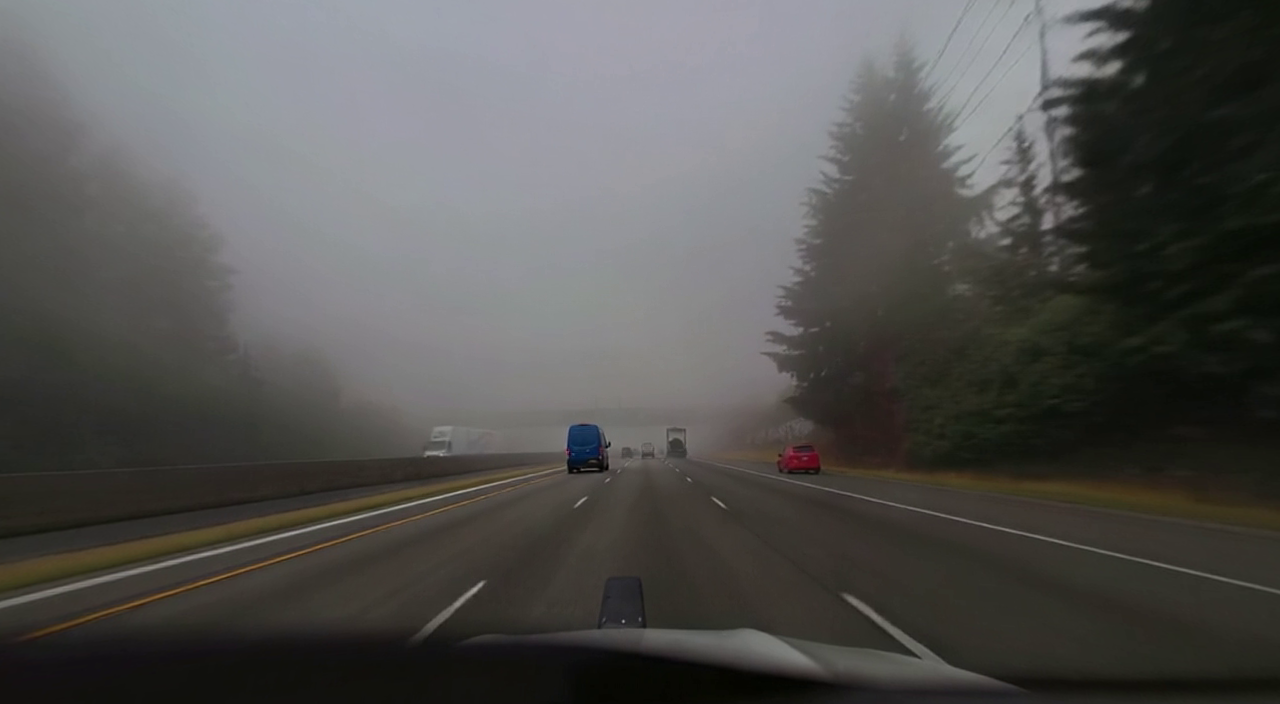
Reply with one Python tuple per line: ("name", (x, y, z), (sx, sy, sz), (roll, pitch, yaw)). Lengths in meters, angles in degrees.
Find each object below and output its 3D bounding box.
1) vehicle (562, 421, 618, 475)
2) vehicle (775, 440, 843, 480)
("vehicle", (-2.566, 5.219, 34.094), (2.451, 2.627, 5.868), (0, -9, 1))
("vehicle", (7.584, 4.900, 28.711), (1.936, 1.664, 4.198), (0, -9, 1))
